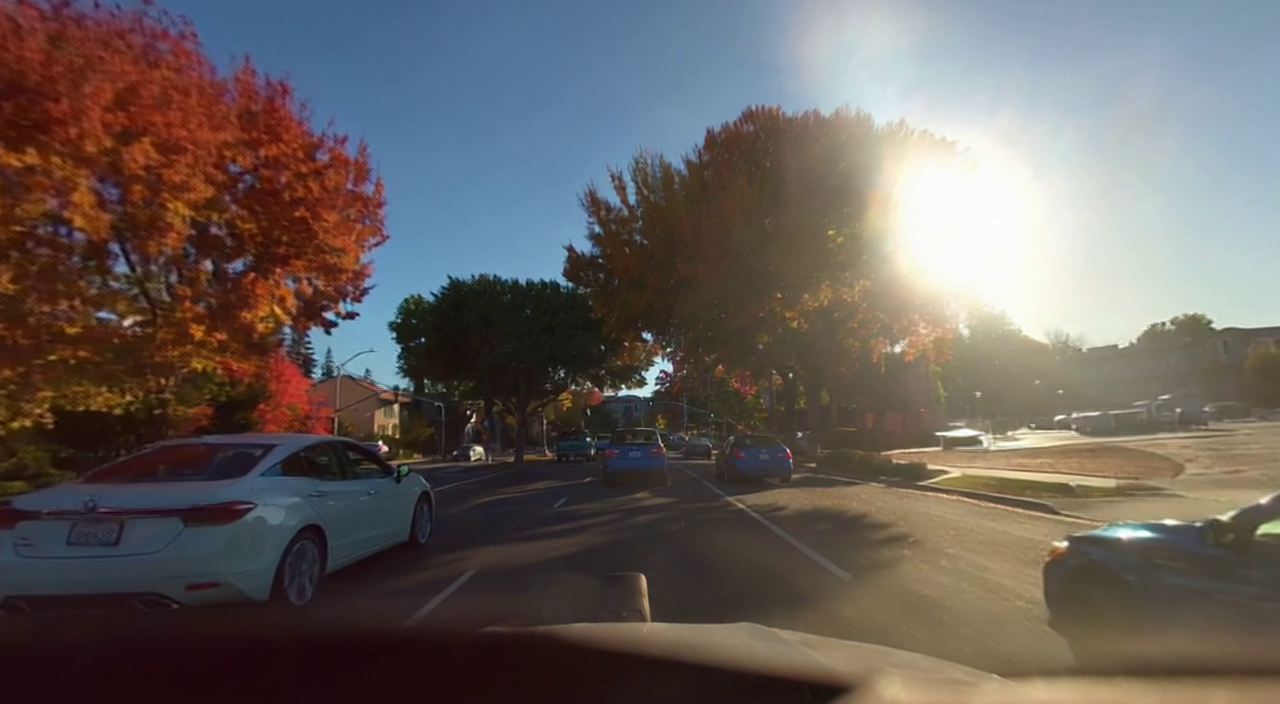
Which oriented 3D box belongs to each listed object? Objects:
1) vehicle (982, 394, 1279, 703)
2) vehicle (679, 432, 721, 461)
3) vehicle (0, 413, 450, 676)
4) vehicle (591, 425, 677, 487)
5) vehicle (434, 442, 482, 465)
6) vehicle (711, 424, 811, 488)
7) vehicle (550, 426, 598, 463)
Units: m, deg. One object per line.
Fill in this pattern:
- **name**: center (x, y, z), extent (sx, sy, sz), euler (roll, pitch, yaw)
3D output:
- **vehicle**: center (3.388, 0.858, 2.019), extent (2.060, 1.474, 4.475), euler (0, -8, 0)
- **vehicle**: center (3.685, 5.921, 39.208), extent (2.067, 1.687, 4.163), euler (0, -8, -2)
- **vehicle**: center (-3.535, 1.432, 5.914), extent (1.997, 1.479, 4.547), euler (0, -8, 1)
- **vehicle**: center (-0.185, 3.114, 19.109), extent (2.293, 1.662, 4.262), euler (0, -8, -1)
- **vehicle**: center (-12.398, 6.937, 43.068), extent (1.984, 1.539, 4.280), euler (0, -8, 0)
- **vehicle**: center (3.462, 3.095, 18.908), extent (2.019, 1.675, 4.488), euler (0, -8, -1)
- **vehicle**: center (-3.831, 5.539, 37.513), extent (2.246, 2.062, 5.123), euler (0, -8, 1)
